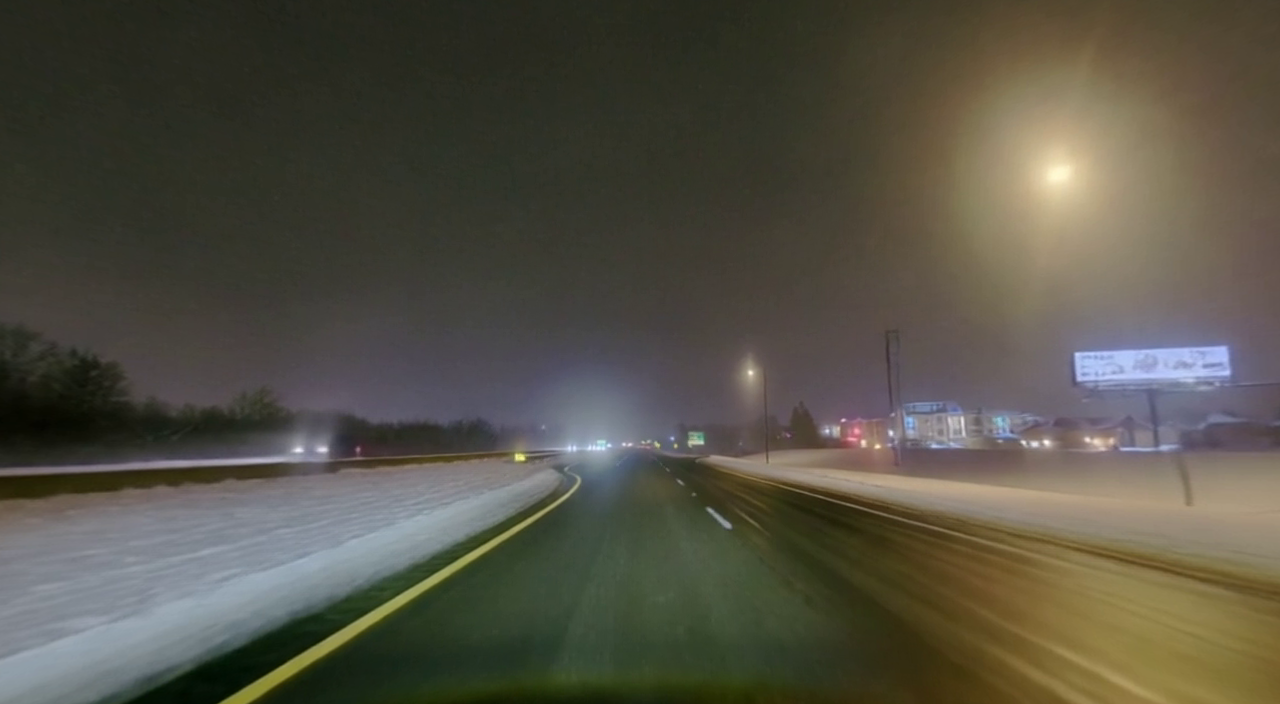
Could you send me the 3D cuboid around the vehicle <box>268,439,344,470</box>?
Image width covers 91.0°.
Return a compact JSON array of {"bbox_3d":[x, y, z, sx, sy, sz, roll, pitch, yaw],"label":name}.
[{"bbox_3d":[-20.601,6.346,39.101,2.017,1.843,4.588,0,-9,2],"label":"vehicle"}]
